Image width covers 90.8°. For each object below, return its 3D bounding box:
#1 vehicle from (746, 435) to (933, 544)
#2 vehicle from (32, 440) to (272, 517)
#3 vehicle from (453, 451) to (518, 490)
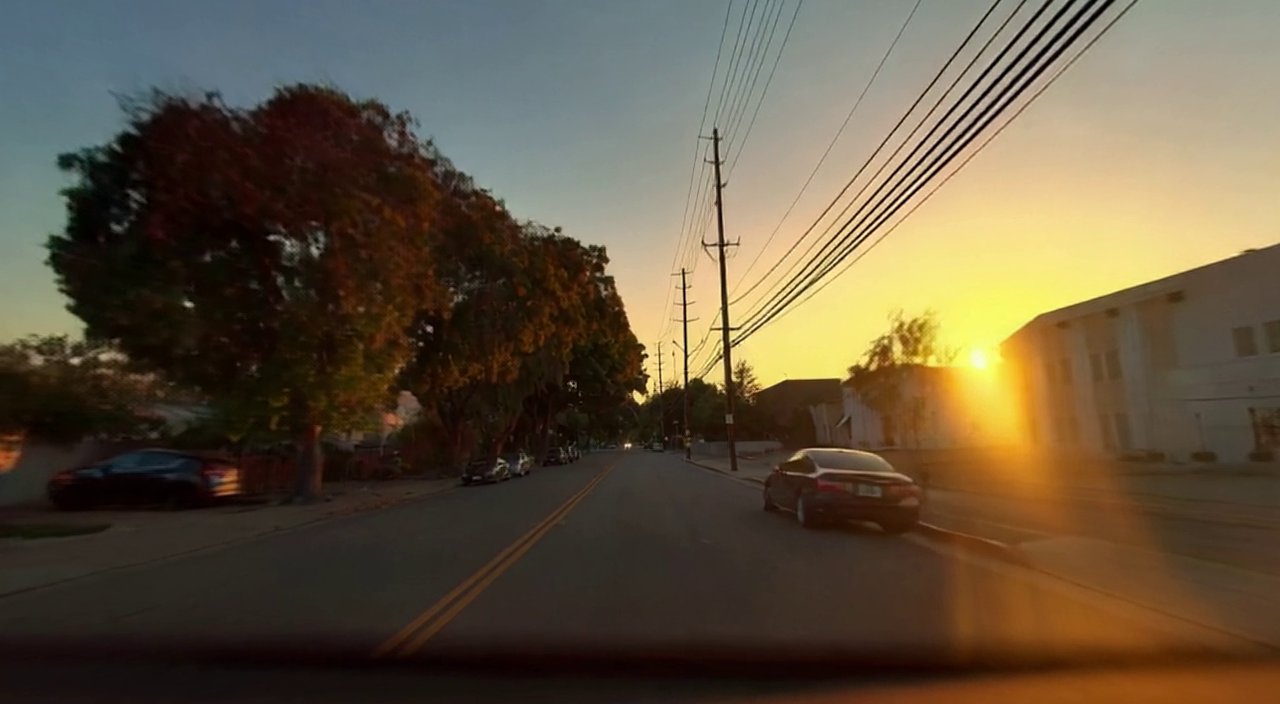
[{"bbox_3d":[3.127,2.216,10.836,1.843,1.495,3.930,0,-8,-1],"label":"vehicle"},{"bbox_3d":[-12.441,3.216,16.371,4.502,1.813,1.948,0,-8,-1],"label":"vehicle"},{"bbox_3d":[-6.767,5.192,28.057,1.815,1.402,4.559,-4,-8,-2],"label":"vehicle"}]
